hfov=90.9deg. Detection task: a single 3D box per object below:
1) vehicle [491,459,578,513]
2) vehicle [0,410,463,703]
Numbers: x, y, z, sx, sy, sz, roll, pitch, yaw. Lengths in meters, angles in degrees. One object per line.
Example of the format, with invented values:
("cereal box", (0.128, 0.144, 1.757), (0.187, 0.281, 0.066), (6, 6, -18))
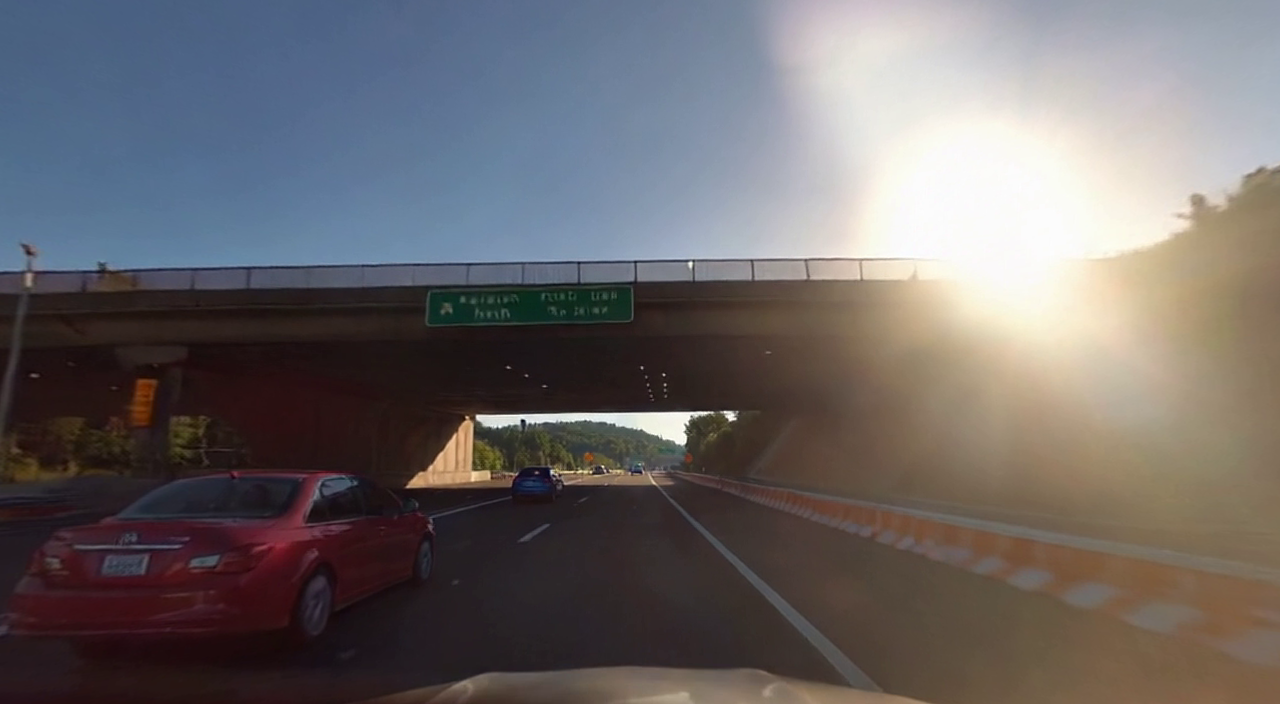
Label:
("vehicle", (-3.169, 4.147, 19.771), (1.992, 1.466, 3.690), (1, -11, 1))
("vehicle", (-3.228, 1.452, 5.110), (2.023, 1.507, 5.082), (1, -11, 1))
